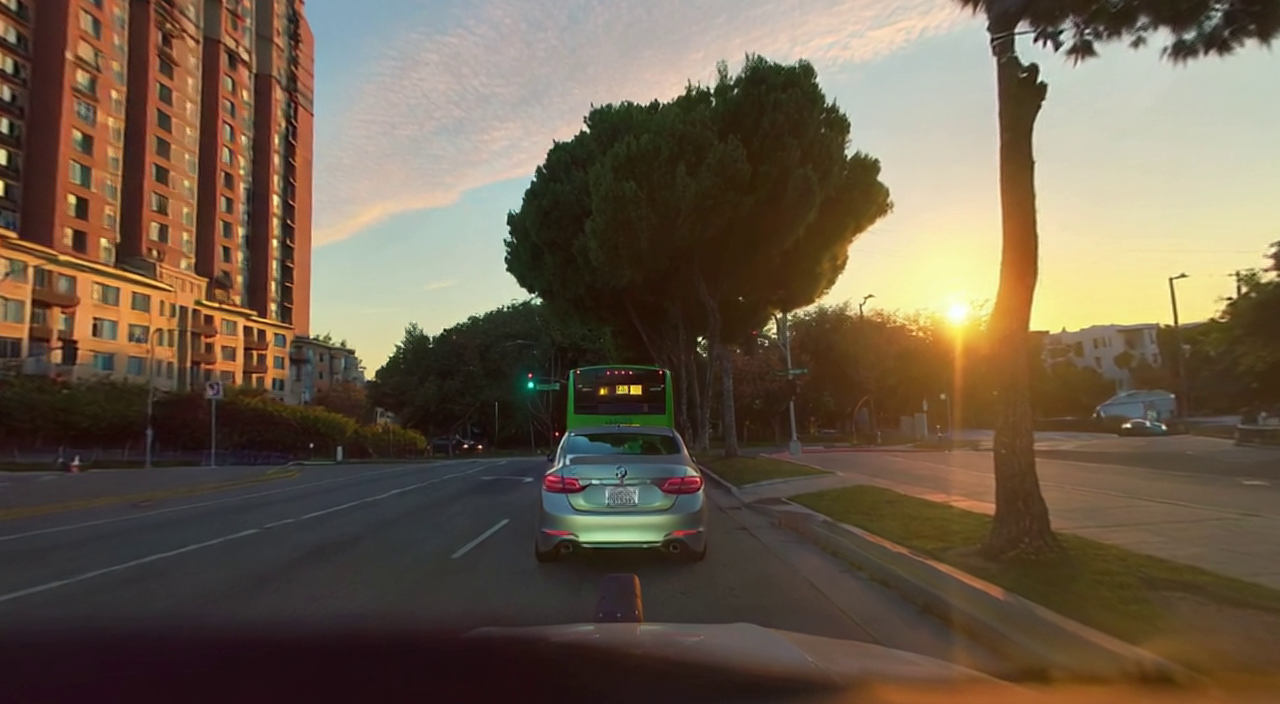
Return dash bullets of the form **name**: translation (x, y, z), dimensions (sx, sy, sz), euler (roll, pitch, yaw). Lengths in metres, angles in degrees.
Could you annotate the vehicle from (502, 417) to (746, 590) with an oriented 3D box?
- **vehicle**: translation (-0.186, 1.547, 7.358), dimensions (2.064, 1.452, 3.942), euler (0, -8, -2)
